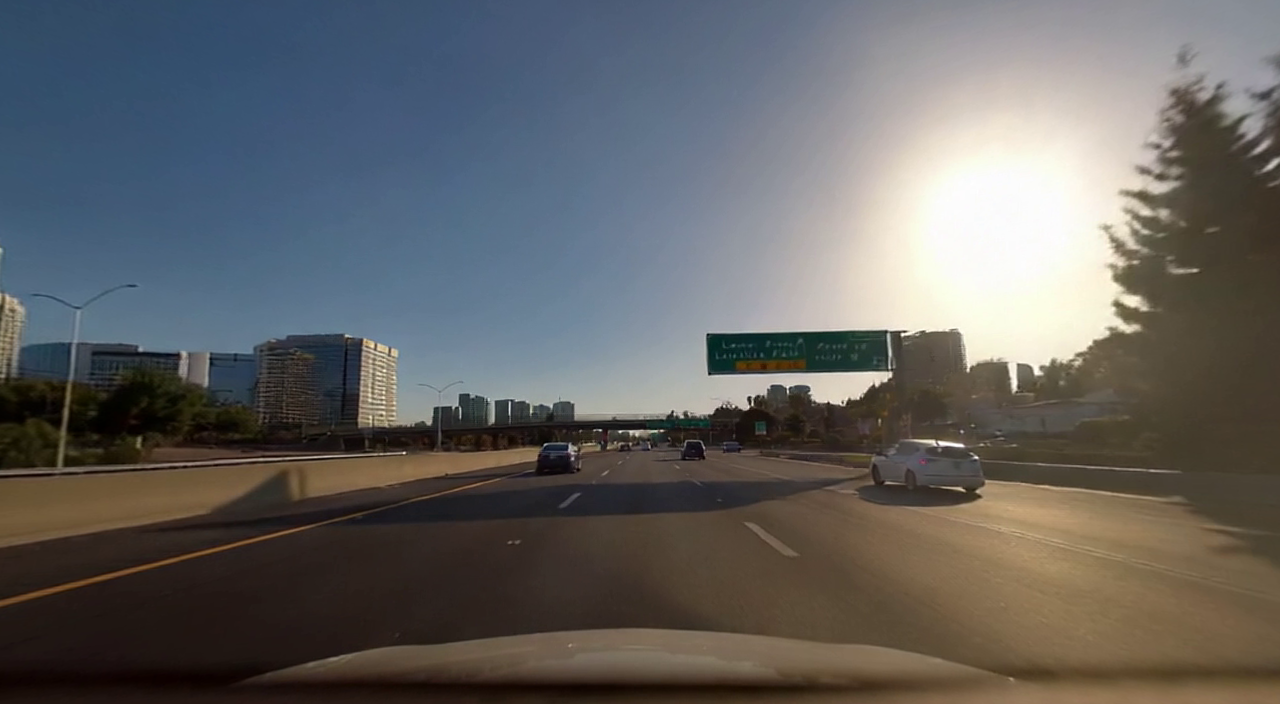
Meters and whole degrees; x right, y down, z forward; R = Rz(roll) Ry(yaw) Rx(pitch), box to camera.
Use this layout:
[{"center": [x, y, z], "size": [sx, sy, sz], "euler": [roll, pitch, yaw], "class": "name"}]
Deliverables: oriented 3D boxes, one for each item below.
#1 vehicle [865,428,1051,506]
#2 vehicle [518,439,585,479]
[{"center": [7.483, 2.756, 15.514], "size": [2.032, 1.601, 4.863], "euler": [0, -8, 0], "class": "vehicle"}, {"center": [-3.630, 4.519, 26.723], "size": [2.055, 1.533, 4.604], "euler": [0, -8, 2], "class": "vehicle"}]
